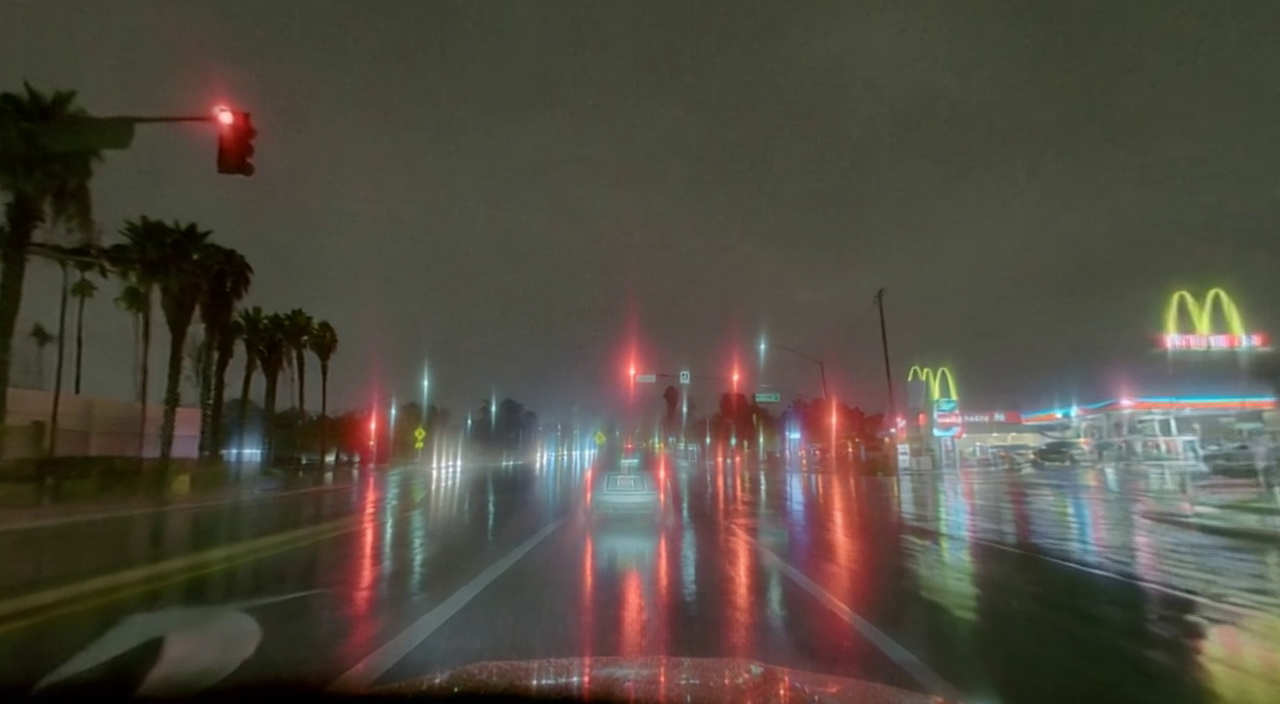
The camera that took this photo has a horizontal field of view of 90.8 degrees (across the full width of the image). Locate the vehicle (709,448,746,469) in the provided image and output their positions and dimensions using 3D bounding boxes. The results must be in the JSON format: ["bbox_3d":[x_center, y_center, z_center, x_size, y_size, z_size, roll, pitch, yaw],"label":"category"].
[{"bbox_3d":[6.585,8.062,47.950,2.017,1.491,4.420,0,-8,-2],"label":"vehicle"}]

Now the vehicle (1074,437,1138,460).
[{"bbox_3d":[34.570,7.165,46.989,1.824,1.643,3.789,0,-8,-1],"label":"vehicle"}]

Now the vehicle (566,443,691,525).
[{"bbox_3d":[-0.195,2.757,13.886,2.270,1.475,4.571,0,-8,0],"label":"vehicle"}]

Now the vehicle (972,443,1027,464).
[{"bbox_3d":[26.540,7.472,46.756,1.923,1.501,3.849,-1,-8,3],"label":"vehicle"}]

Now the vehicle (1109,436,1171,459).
[{"bbox_3d":[37.028,7.074,46.891,1.689,1.575,3.483,0,-8,-1],"label":"vehicle"}]

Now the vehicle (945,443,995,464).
[{"bbox_3d":[24.464,7.527,46.994,1.738,1.462,3.609,0,-8,-1],"label":"vehicle"}]

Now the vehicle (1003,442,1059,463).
[{"bbox_3d":[29.003,7.465,46.979,1.848,1.467,3.941,-1,-8,3],"label":"vehicle"}]

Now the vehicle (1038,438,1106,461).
[{"bbox_3d":[31.931,7.236,46.839,1.903,1.630,4.320,0,-8,-1],"label":"vehicle"}]
